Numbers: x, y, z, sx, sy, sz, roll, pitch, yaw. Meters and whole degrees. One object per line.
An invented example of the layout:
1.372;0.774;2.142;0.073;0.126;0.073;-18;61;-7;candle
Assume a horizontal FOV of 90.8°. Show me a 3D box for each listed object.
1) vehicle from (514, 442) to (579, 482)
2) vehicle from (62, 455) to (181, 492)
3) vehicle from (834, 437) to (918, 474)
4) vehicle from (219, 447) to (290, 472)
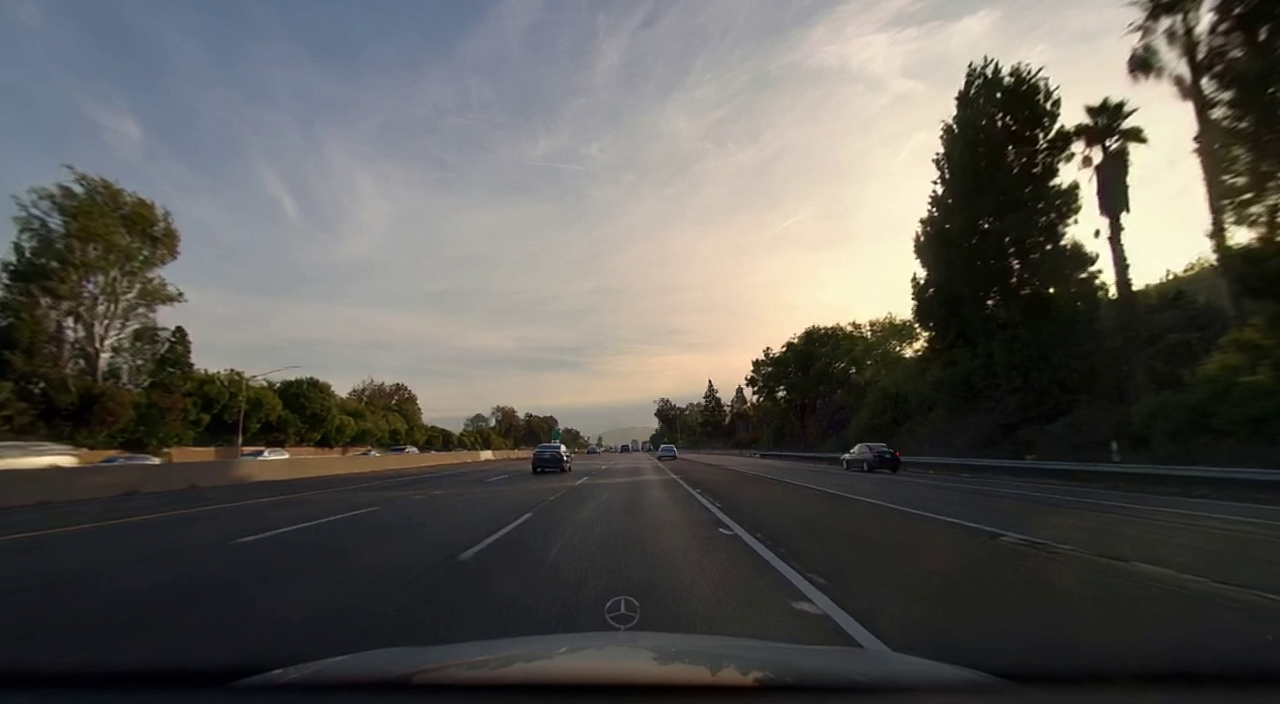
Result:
-3.793;4.543;26.433;2.052;1.510;4.301;0;-9;1;vehicle
-23.764;5.533;29.204;1.747;1.444;4.506;-1;-8;-1;vehicle
12.373;5.472;33.525;2.344;1.783;5.196;0;-9;-1;vehicle
-27.448;7.633;45.169;2.027;1.615;4.717;0;-9;1;vehicle
